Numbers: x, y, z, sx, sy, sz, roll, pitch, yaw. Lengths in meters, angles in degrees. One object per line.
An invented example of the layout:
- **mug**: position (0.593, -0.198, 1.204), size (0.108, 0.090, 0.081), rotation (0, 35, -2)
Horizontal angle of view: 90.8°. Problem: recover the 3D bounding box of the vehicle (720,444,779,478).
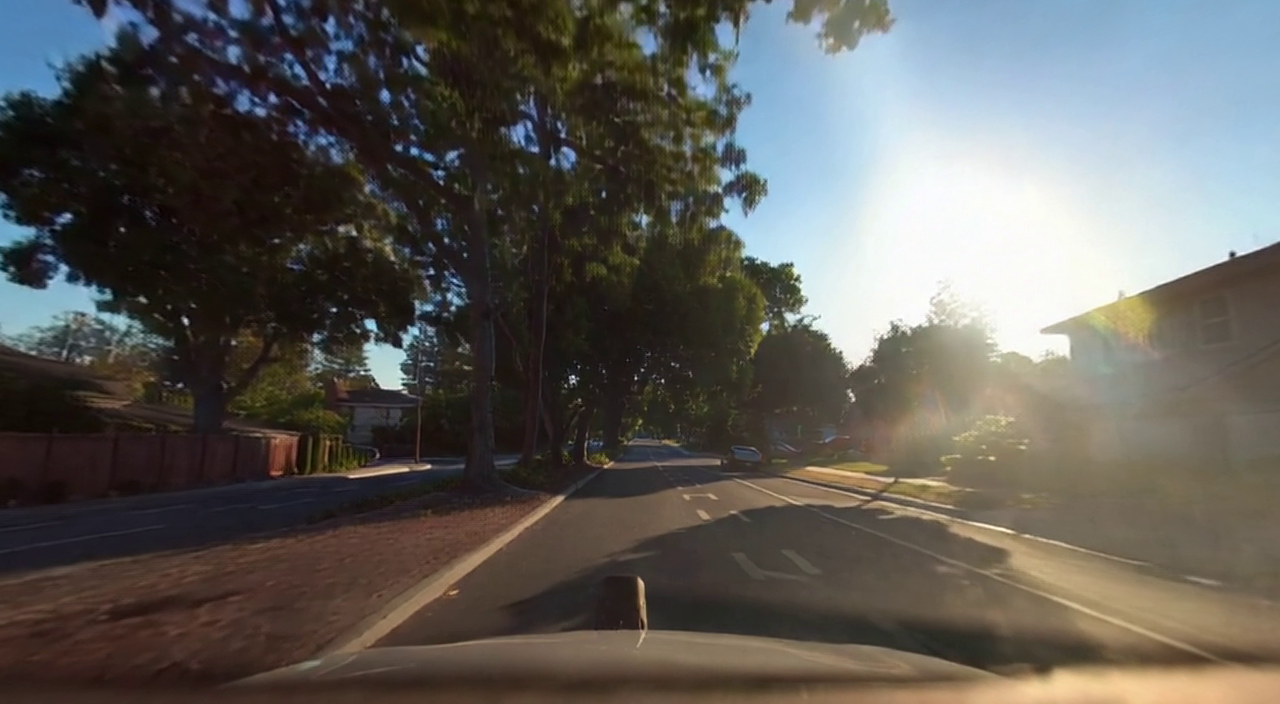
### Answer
- **vehicle**: position (5.050, 5.063, 29.690), size (1.904, 1.475, 4.386), rotation (0, -8, -1)
